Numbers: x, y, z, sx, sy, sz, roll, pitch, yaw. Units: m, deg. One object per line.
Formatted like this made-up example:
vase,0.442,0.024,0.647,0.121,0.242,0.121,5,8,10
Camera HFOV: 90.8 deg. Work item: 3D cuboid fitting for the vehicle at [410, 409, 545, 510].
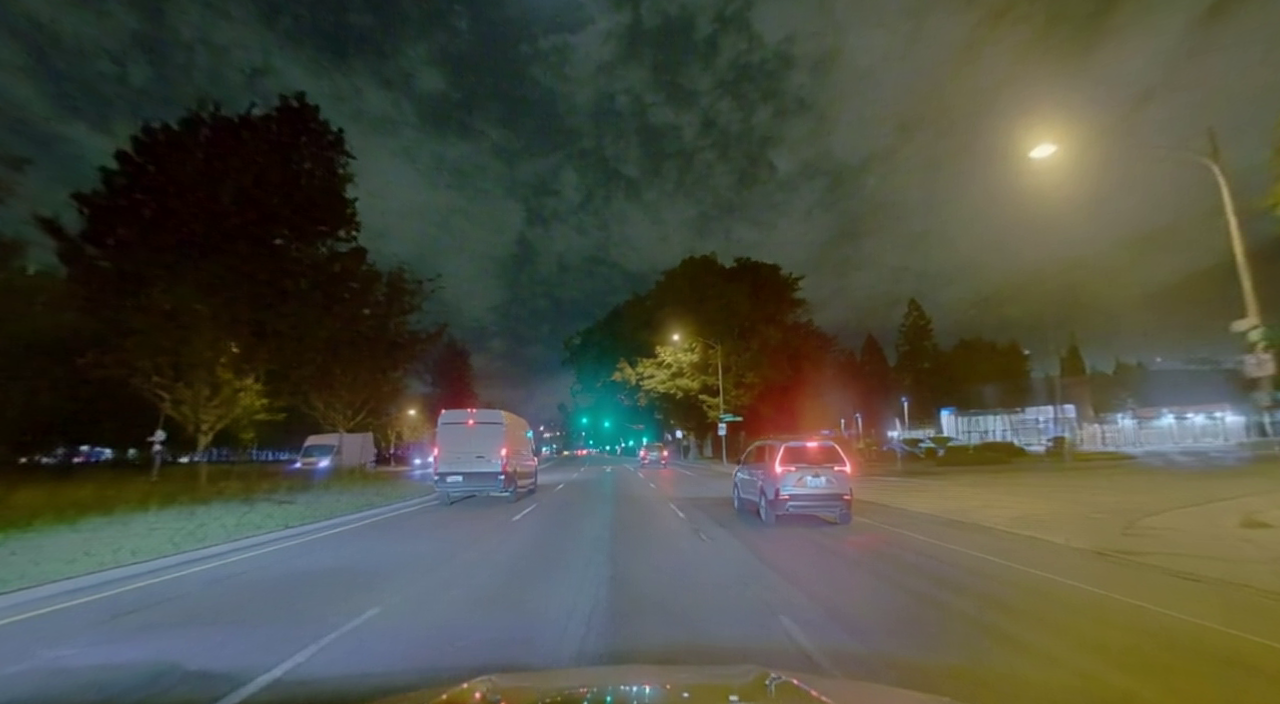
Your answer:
vehicle,-3.982,2.752,16.494,2.420,2.227,4.499,0,-9,-1

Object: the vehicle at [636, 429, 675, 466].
vehicle,1.046,7.181,47.403,2.397,2.566,5.324,0,-9,-4

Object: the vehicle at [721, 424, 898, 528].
vehicle,3.050,2.365,12.600,2.087,1.658,4.612,0,-9,-2

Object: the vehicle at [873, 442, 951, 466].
vehicle,17.591,6.597,40.980,4.210,1.480,1.922,2,-9,-11
